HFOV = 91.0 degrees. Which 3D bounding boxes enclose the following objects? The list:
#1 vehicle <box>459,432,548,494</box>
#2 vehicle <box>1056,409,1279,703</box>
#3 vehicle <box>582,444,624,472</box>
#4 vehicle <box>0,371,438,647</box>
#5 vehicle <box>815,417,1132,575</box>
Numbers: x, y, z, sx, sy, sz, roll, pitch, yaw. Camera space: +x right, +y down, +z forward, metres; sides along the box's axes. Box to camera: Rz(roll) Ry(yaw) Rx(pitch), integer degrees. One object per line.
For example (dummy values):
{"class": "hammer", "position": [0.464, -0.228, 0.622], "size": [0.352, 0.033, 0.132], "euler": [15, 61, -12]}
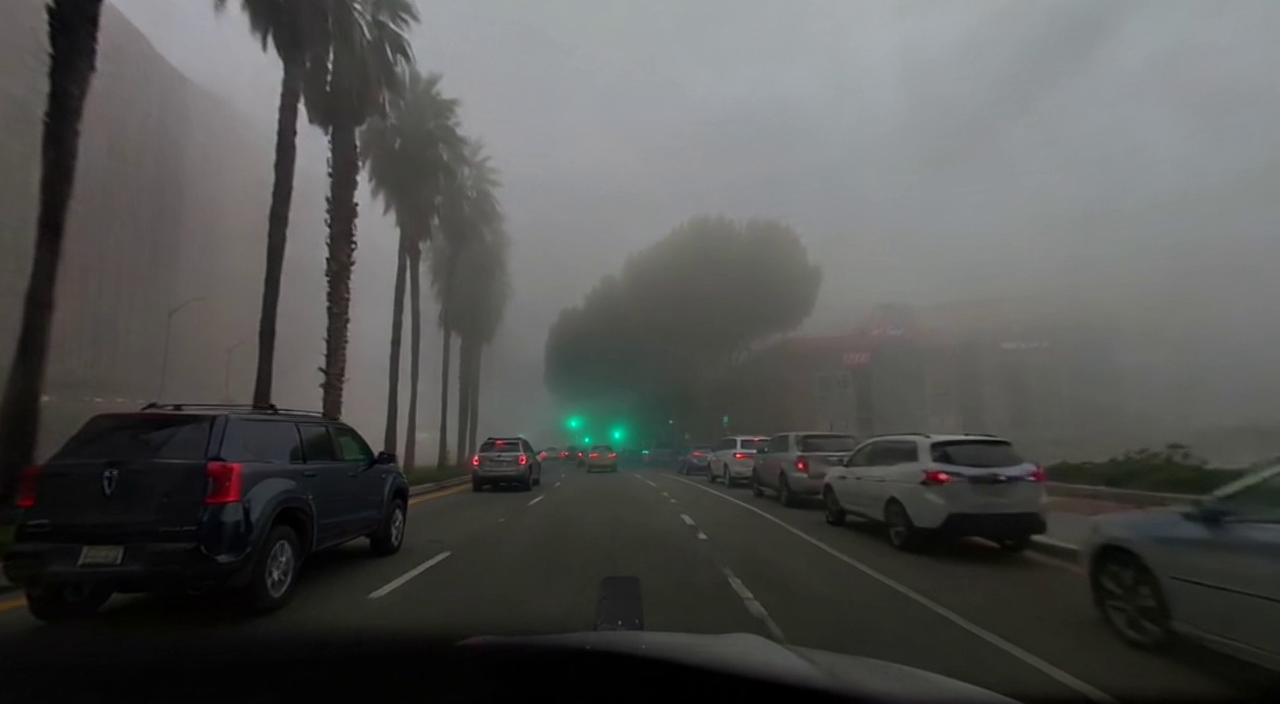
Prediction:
{"class": "vehicle", "position": [-4.191, 3.482, 20.125], "size": [2.014, 1.740, 4.392], "euler": [0, -9, -2]}
{"class": "vehicle", "position": [4.096, 0.970, 2.623], "size": [1.829, 1.499, 4.109], "euler": [0, -9, -1]}
{"class": "vehicle", "position": [-2.088, 5.755, 34.411], "size": [2.036, 1.461, 3.890], "euler": [1, -9, -7]}
{"class": "vehicle", "position": [-3.660, 1.336, 6.300], "size": [1.800, 1.797, 4.224], "euler": [0, -9, 1]}
{"class": "vehicle", "position": [4.048, 1.814, 8.753], "size": [1.773, 1.584, 4.553], "euler": [0, -9, -2]}
